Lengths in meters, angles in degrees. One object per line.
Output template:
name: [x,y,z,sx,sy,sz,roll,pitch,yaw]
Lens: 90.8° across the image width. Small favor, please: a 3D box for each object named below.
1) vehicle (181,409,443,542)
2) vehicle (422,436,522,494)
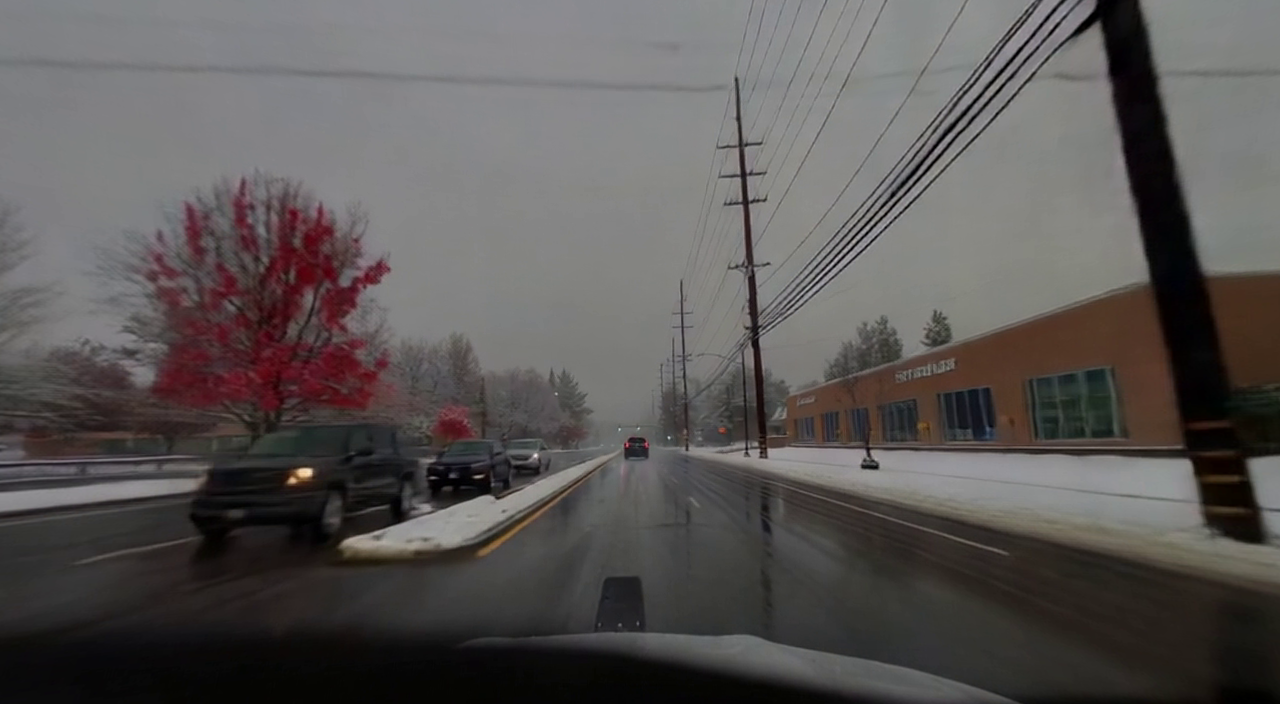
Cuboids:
vehicle: [-5.536,2.144,11.710,2.278,1.828,4.970,-2,-8,-1]
vehicle: [-5.083,3.459,19.806,1.909,1.524,4.614,-2,-8,0]
